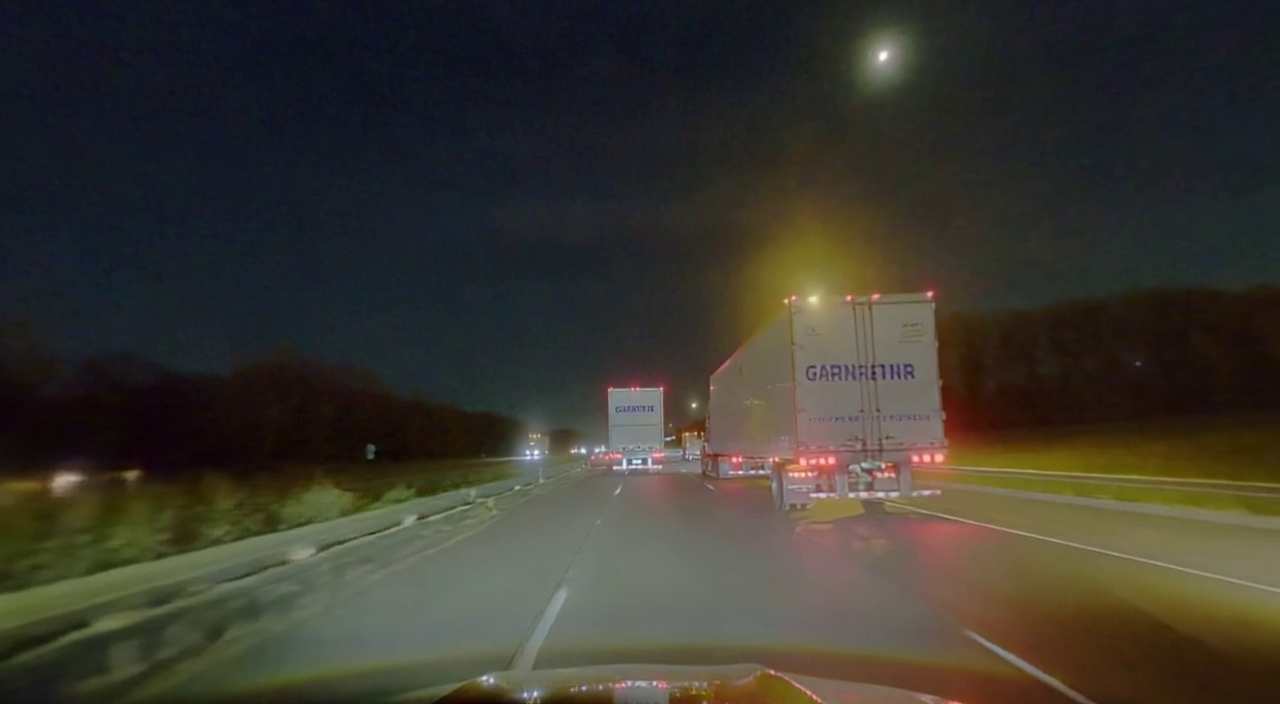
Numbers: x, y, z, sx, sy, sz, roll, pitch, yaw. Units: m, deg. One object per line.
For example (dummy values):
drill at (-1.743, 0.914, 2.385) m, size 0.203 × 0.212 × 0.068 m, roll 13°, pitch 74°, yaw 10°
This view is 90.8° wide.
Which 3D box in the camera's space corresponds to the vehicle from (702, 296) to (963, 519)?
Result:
vehicle at (4.229, 2.075, 18.872) m, size 3.044 × 4.128 × 14.482 m, roll 0°, pitch -9°, yaw -1°

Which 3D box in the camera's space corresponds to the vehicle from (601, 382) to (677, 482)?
vehicle at (-0.017, 3.813, 29.058) m, size 2.864 × 3.805 × 9.709 m, roll 0°, pitch -9°, yaw 0°
